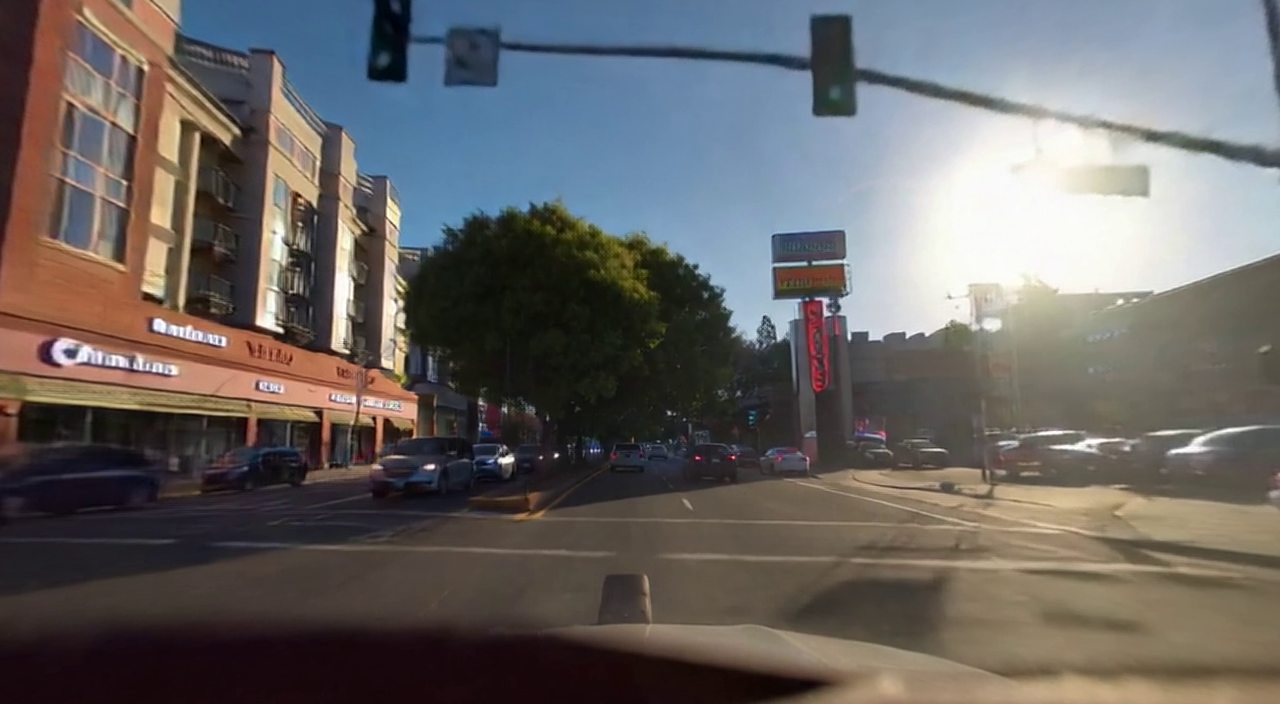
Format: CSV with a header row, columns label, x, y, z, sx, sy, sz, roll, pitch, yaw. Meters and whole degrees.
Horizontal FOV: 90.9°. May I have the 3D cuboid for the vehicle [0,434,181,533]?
label,x,y,z,sx,sy,sz,roll,pitch,yaw
vehicle,-12.628,2.691,13.548,2.106,1.779,4.467,0,-8,0

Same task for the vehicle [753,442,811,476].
label,x,y,z,sx,sy,sz,roll,pitch,yaw
vehicle,7.290,5.519,32.846,1.914,1.587,4.548,0,-8,-1

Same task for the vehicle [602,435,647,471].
label,x,y,z,sx,sy,sz,roll,pitch,yaw
vehicle,-0.815,5.550,34.705,2.301,1.837,4.411,0,-8,-1

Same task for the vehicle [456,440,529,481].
label,x,y,z,sx,sy,sz,roll,pitch,yaw
vehicle,-5.856,4.334,25.529,1.835,1.476,4.533,1,-8,0

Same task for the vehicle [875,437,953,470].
label,x,y,z,sx,sy,sz,roll,pitch,yaw
vehicle,15.179,5.607,35.259,2.007,1.642,5.001,-1,-8,-1

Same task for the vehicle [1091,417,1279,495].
label,x,y,z,sx,sy,sz,roll,pitch,yaw
vehicle,14.772,2.511,15.617,5.473,1.792,2.167,0,-6,1

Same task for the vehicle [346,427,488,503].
label,x,y,z,sx,sy,sz,roll,pitch,yaw
vehicle,-5.876,2.997,17.351,2.242,1.740,4.659,-1,-7,0

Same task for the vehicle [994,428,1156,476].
label,x,y,z,sx,sy,sz,roll,pitch,yaw
vehicle,16.394,3.788,23.952,4.572,1.660,2.091,-1,-9,-1

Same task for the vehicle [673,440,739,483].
label,x,y,z,sx,sy,sz,roll,pitch,yaw
vehicle,2.481,4.236,24.694,2.046,1.540,3.883,0,-8,-2

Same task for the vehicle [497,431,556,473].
label,x,y,z,sx,sy,sz,roll,pitch,yaw
vehicle,-5.817,5.161,32.976,2.240,1.945,5.114,-1,-7,-1

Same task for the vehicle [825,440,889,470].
label,x,y,z,sx,sy,sz,roll,pitch,yaw
vehicle,12.088,5.747,35.481,2.058,1.493,4.612,-1,-8,2
